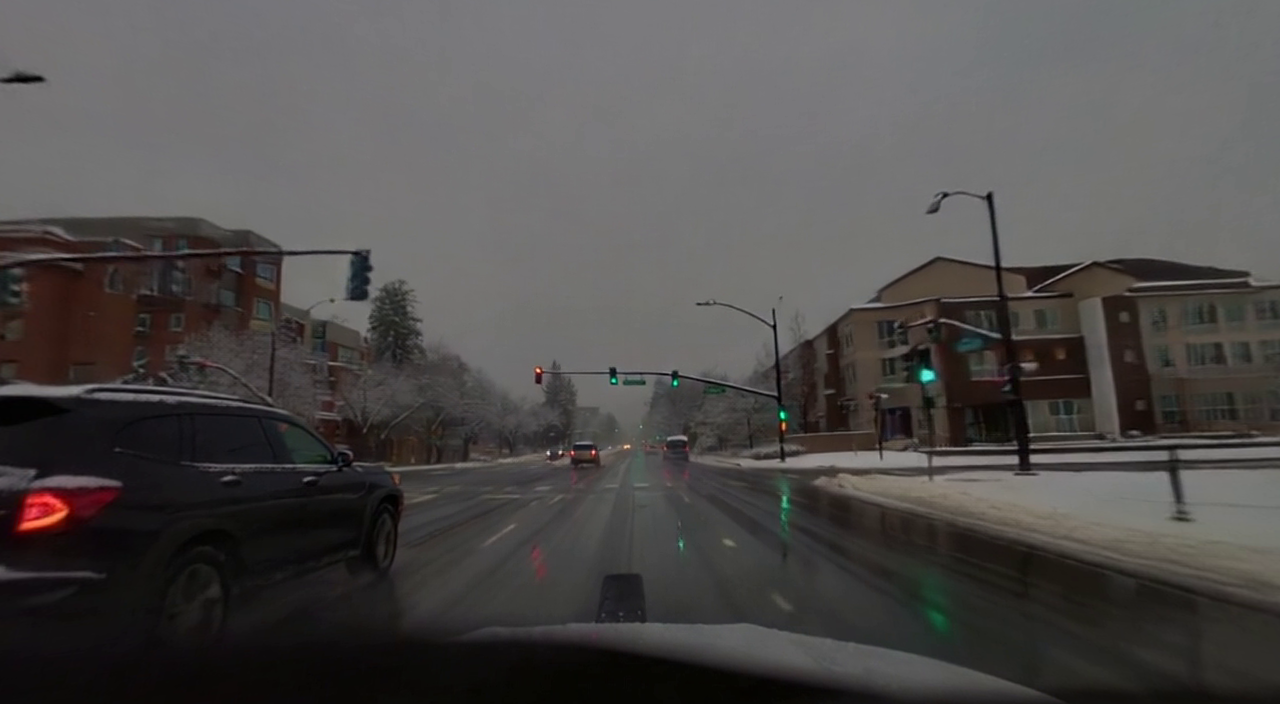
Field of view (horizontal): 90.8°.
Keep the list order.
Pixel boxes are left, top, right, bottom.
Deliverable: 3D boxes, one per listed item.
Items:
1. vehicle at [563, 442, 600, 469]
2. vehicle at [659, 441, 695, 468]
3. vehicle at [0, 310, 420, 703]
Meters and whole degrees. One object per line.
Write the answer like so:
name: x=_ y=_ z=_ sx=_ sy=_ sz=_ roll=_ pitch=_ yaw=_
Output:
vehicle: x=-3.886 y=6.960 z=42.569 sx=2.083 sy=1.685 sz=4.069 roll=0 pitch=-8 yaw=0
vehicle: x=2.469 y=6.907 z=42.750 sx=2.018 sy=1.719 sz=4.369 roll=0 pitch=-8 yaw=-2
vehicle: x=-3.954 y=1.164 z=5.450 sx=2.225 sy=1.984 sz=5.168 roll=0 pitch=-8 yaw=0
